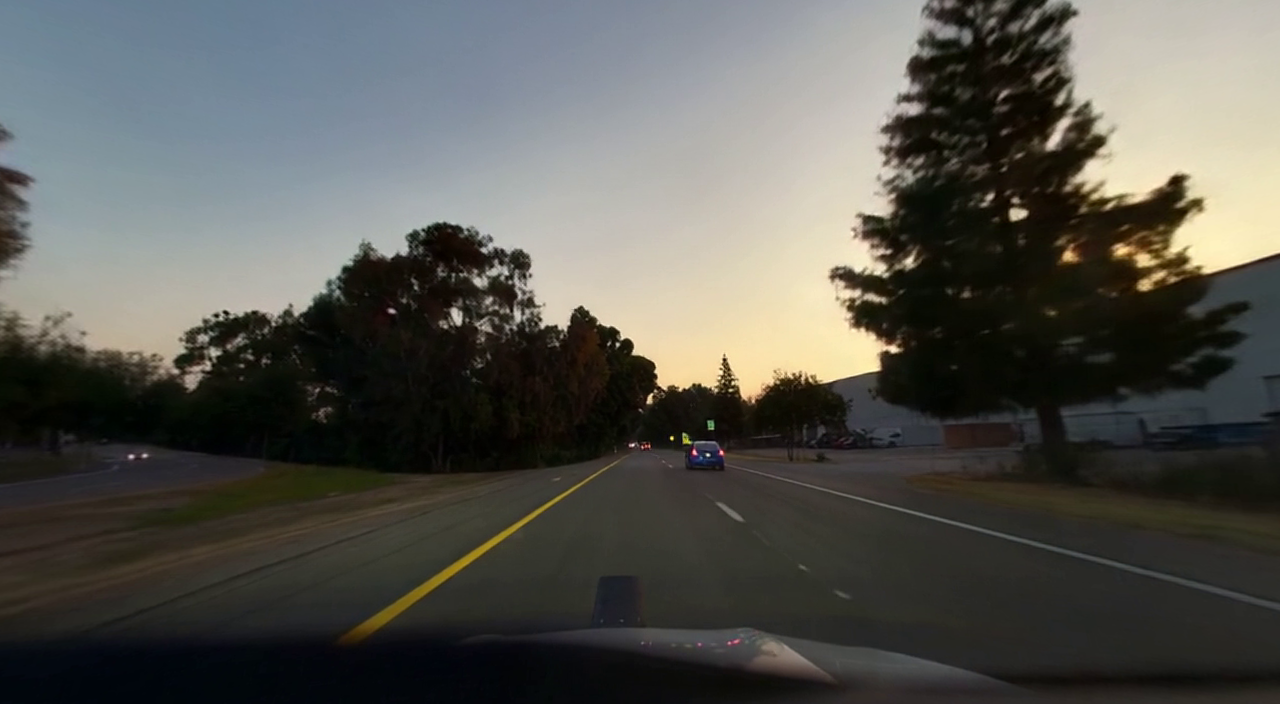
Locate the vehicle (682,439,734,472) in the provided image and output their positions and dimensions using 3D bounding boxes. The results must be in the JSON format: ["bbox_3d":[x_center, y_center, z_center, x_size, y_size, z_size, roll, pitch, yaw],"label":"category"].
[{"bbox_3d":[3.339,5.208,31.752,2.079,1.531,3.997,0,-8,-2],"label":"vehicle"}]
